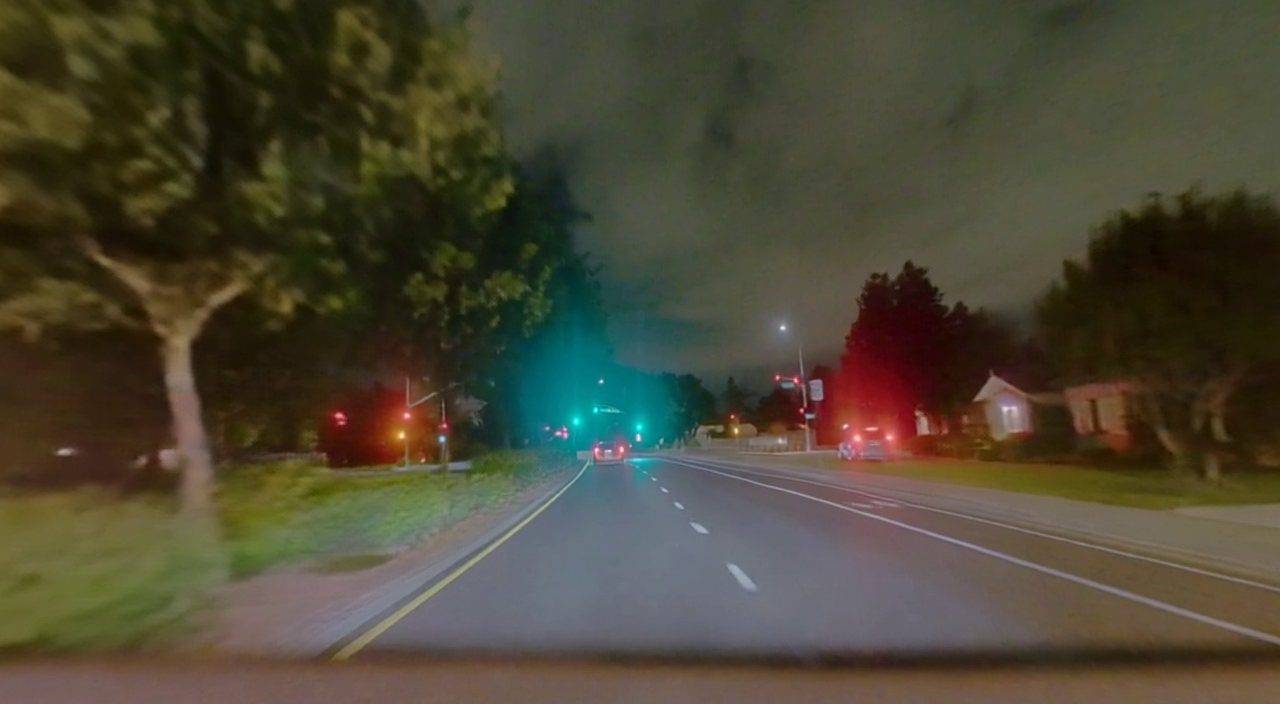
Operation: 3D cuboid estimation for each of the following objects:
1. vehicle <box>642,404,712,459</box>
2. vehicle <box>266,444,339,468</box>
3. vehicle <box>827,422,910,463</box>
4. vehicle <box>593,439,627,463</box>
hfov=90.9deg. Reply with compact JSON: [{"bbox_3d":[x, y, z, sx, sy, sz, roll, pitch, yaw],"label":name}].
[{"bbox_3d":[2.221,5.731,44.259,3.037,3.261,12.926,0,-8,-5],"label":"vehicle"},{"bbox_3d":[-25.049,7.727,46.943,4.348,1.653,1.948,1,-9,-12],"label":"vehicle"},{"bbox_3d":[10.846,4.372,30.428,2.145,1.795,4.992,0,-8,0],"label":"vehicle"},{"bbox_3d":[-1.974,6.393,40.946,2.113,1.462,4.203,0,-8,-4],"label":"vehicle"}]
